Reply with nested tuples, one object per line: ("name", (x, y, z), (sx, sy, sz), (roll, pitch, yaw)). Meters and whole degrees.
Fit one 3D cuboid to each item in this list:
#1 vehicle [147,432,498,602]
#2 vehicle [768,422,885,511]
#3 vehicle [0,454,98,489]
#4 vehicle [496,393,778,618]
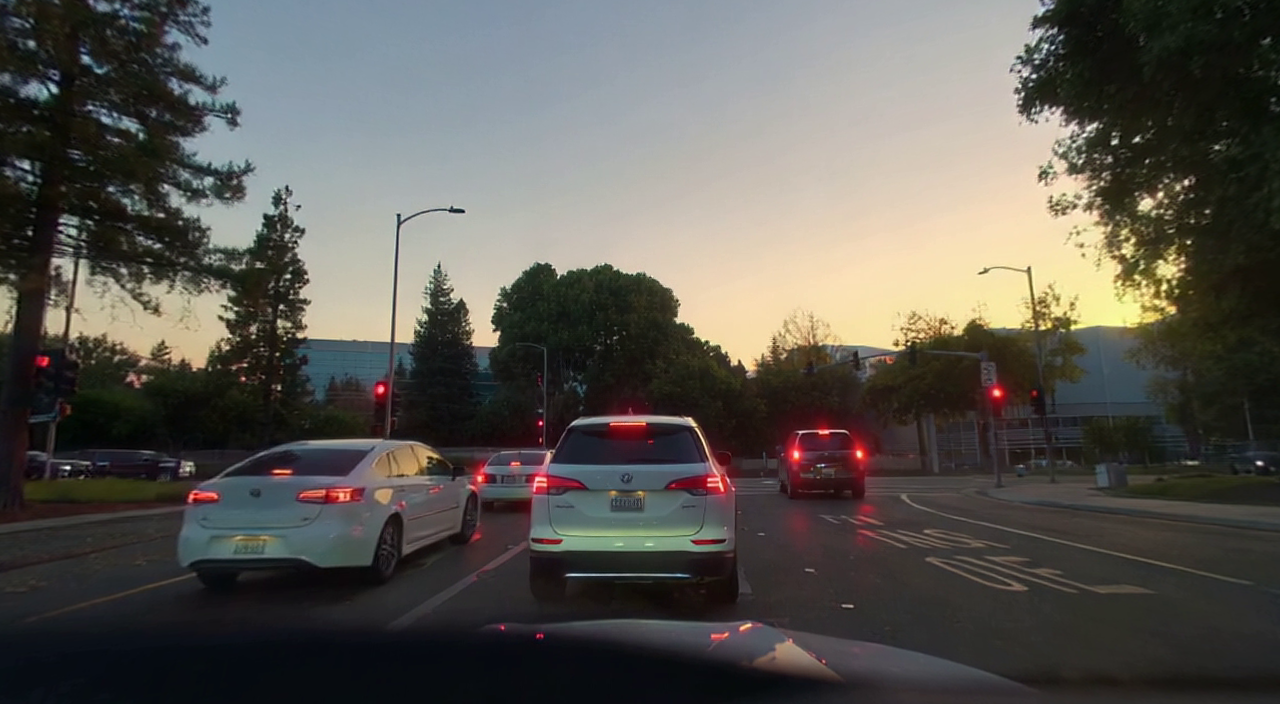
("vehicle", (-3.277, 1.766, 7.755), (1.913, 1.453, 4.413), (0, -8, 2))
("vehicle", (4.808, 2.997, 16.922), (2.084, 2.053, 4.073), (-1, -8, 3))
("vehicle", (-27.104, 5.273, 27.922), (4.198, 1.444, 1.765), (2, -9, -15))
("vehicle", (-0.032, 1.524, 7.173), (2.203, 1.757, 4.286), (0, -8, 0))
